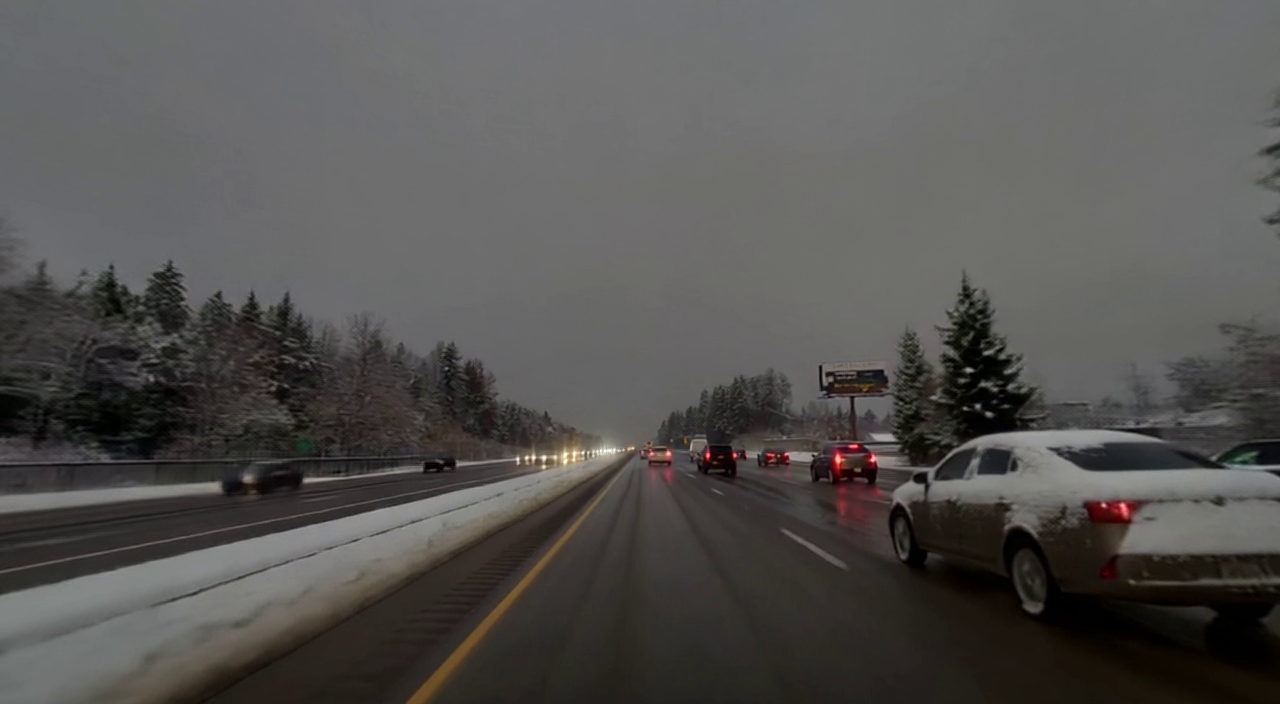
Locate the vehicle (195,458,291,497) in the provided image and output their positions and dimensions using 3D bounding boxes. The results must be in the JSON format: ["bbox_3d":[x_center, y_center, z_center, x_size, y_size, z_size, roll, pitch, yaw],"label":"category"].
[{"bbox_3d":[-20.161,6.377,32.315,2.066,1.746,4.308,-1,-8,0],"label":"vehicle"}]

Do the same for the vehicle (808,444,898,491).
[{"bbox_3d":[7.696,4.183,23.260,1.807,1.558,4.352,0,-8,0],"label":"vehicle"}]

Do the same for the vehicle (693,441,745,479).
[{"bbox_3d":[4.077,5.662,33.332,2.075,1.845,4.667,0,-8,-1],"label":"vehicle"}]

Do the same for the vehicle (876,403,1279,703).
[{"bbox_3d":[3.914,1.387,5.472,1.989,1.609,4.355,0,-8,-1],"label":"vehicle"}]

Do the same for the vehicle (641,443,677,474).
[{"bbox_3d":[1.162,6.717,40.048,2.145,1.832,4.004,-1,-8,1],"label":"vehicle"}]
